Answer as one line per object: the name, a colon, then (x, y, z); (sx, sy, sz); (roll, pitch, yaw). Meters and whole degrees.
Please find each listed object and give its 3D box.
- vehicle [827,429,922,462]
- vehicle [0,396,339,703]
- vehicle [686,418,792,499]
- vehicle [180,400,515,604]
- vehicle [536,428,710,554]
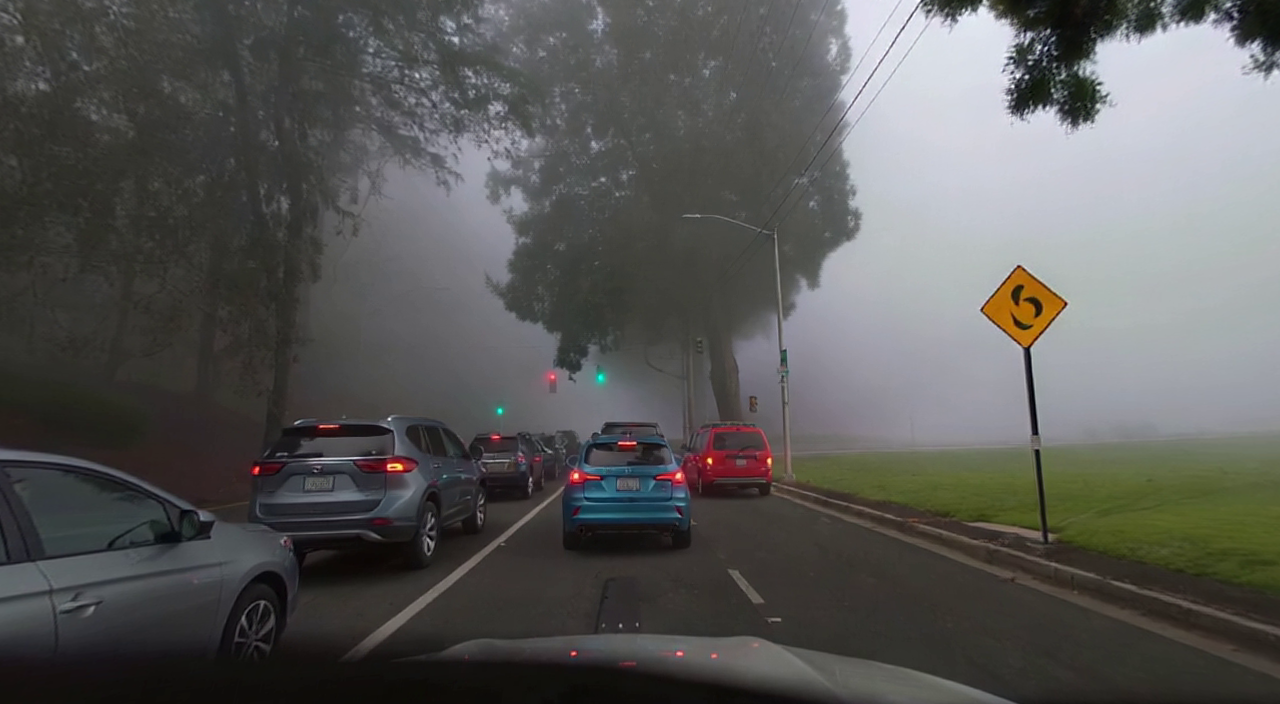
vehicle: (11.373, 4.556, 30.693); (3.883, 1.534, 1.779); (0, -8, 2)
vehicle: (-2.947, 0.840, 1.623); (1.974, 1.484, 4.716); (0, -8, 1)
vehicle: (2.456, 2.805, 16.872); (2.059, 1.864, 4.541); (0, -8, -1)
vehicle: (-2.891, 1.575, 7.446); (1.964, 1.712, 4.097); (0, -8, 0)
vehicle: (-0.251, 1.916, 9.336); (2.025, 1.453, 3.848); (0, -8, -2)
